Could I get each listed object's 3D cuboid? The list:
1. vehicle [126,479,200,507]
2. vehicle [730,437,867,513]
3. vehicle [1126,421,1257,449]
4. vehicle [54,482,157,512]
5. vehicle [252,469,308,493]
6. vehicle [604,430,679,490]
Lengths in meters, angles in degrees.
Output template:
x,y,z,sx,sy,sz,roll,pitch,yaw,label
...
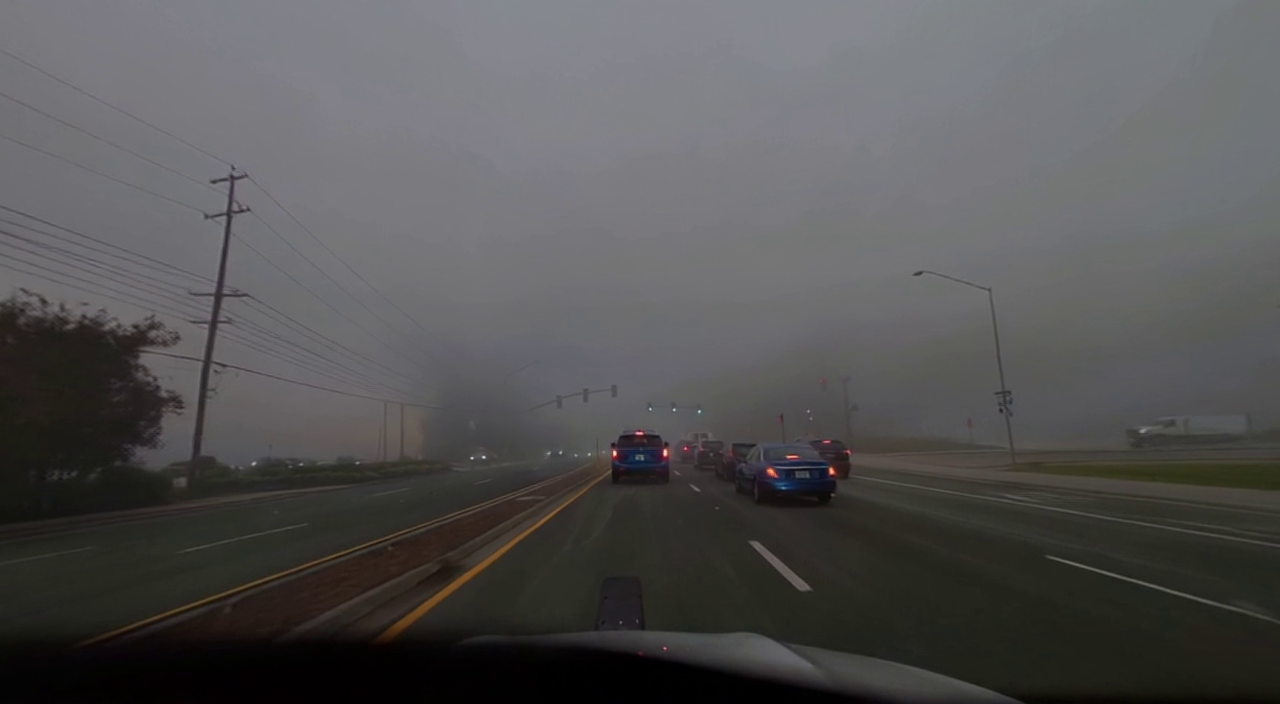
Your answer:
x,y,z,sx,sy,sz,roll,pitch,yaw,label
-33.082,9.764,43.852,3.637,1.483,2.007,-3,-5,2,vehicle
3.417,2.758,14.652,1.984,1.462,4.513,0,-9,0,vehicle
41.084,6.275,47.443,7.088,1.918,2.678,-7,-10,37,vehicle
-32.280,8.756,38.264,4.224,1.614,2.123,0,-9,-1,vehicle
-25.967,9.298,45.566,3.826,1.522,1.741,-8,-11,29,vehicle
0.024,3.631,21.553,2.300,1.821,4.254,0,-9,-1,vehicle
